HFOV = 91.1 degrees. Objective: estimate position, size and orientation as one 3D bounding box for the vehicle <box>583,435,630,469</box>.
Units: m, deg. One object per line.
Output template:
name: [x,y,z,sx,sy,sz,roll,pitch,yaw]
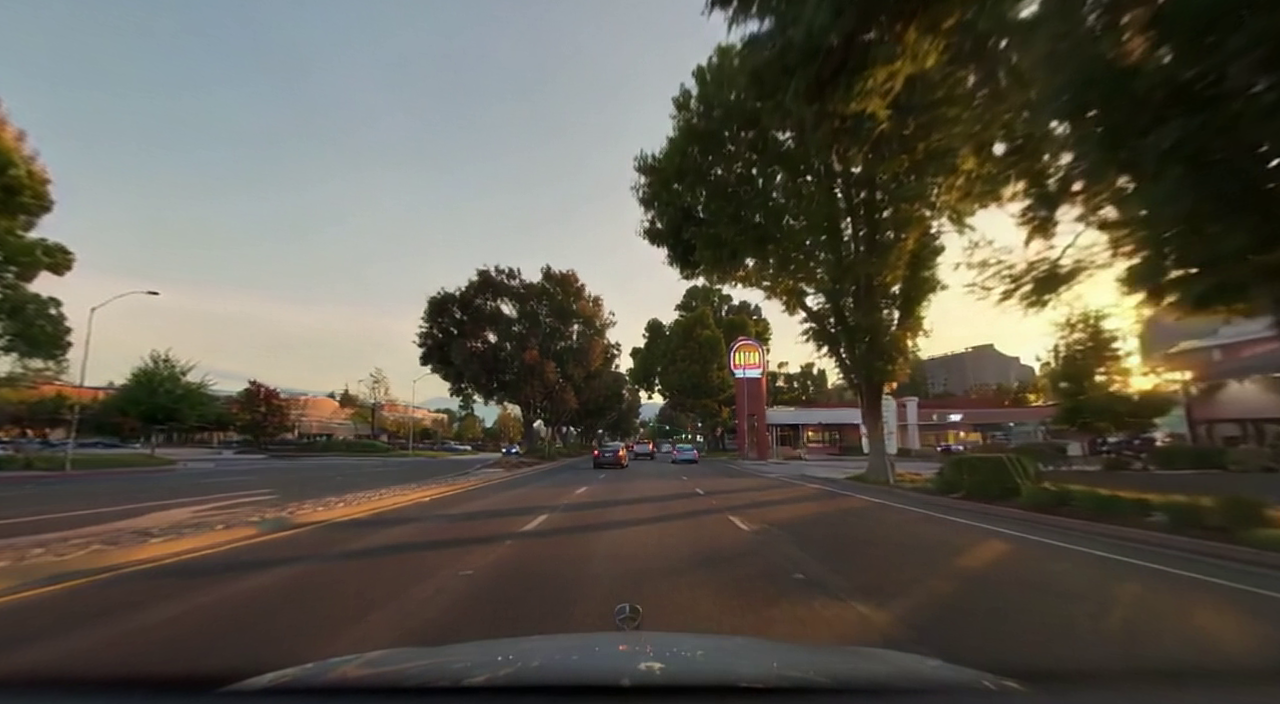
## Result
vehicle: [-1.906,5.950,37.473,2.222,1.899,5.006,0,-8,4]
